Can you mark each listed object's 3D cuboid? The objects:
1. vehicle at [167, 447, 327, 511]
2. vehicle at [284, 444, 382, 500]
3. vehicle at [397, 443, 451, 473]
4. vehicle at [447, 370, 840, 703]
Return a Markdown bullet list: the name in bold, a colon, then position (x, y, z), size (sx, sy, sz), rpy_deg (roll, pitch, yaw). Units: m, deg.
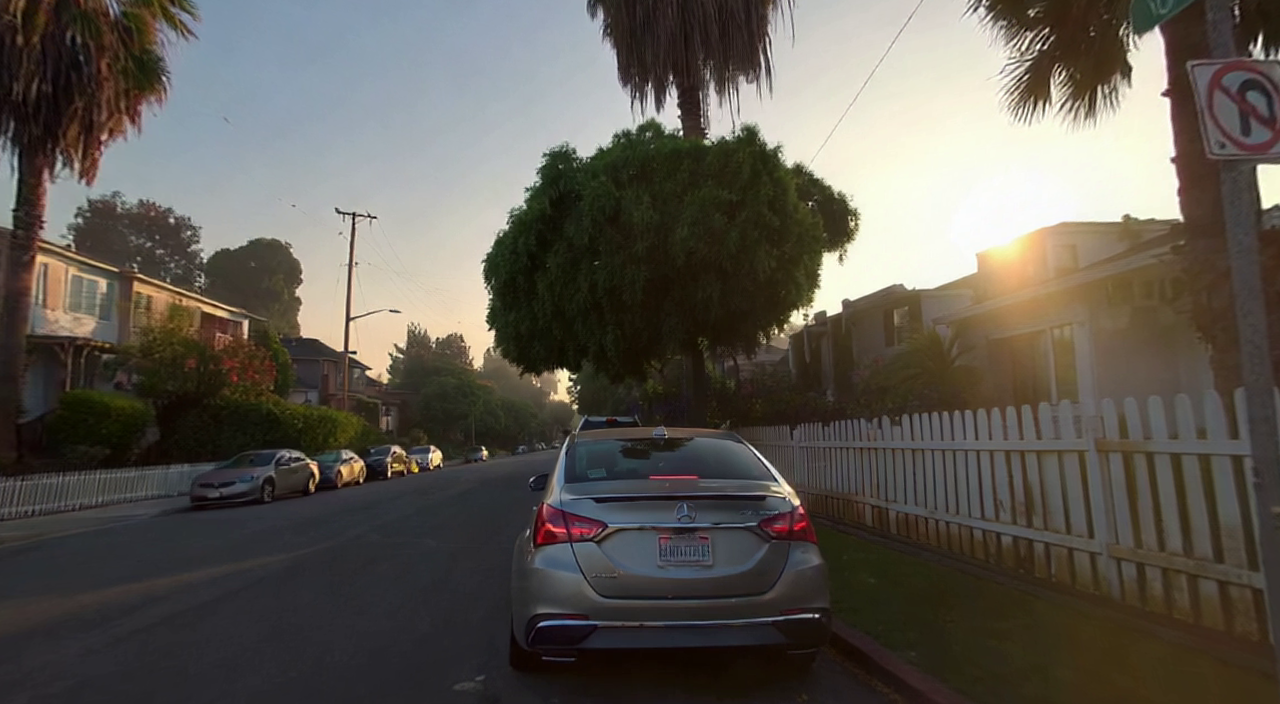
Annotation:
- **vehicle**: position (-11.400, 3.654, 18.794), size (2.017, 1.627, 5.039), rpy_deg (1, -8, -7)
- **vehicle**: position (-12.155, 4.705, 25.275), size (2.048, 1.485, 4.757), rpy_deg (-4, -4, -8)
- **vehicle**: position (-13.167, 6.466, 38.668), size (2.060, 1.689, 4.999), rpy_deg (1, -8, -7)
- **vehicle**: position (-0.140, 1.218, 4.993), size (1.894, 1.695, 3.795), rpy_deg (1, -8, -6)
